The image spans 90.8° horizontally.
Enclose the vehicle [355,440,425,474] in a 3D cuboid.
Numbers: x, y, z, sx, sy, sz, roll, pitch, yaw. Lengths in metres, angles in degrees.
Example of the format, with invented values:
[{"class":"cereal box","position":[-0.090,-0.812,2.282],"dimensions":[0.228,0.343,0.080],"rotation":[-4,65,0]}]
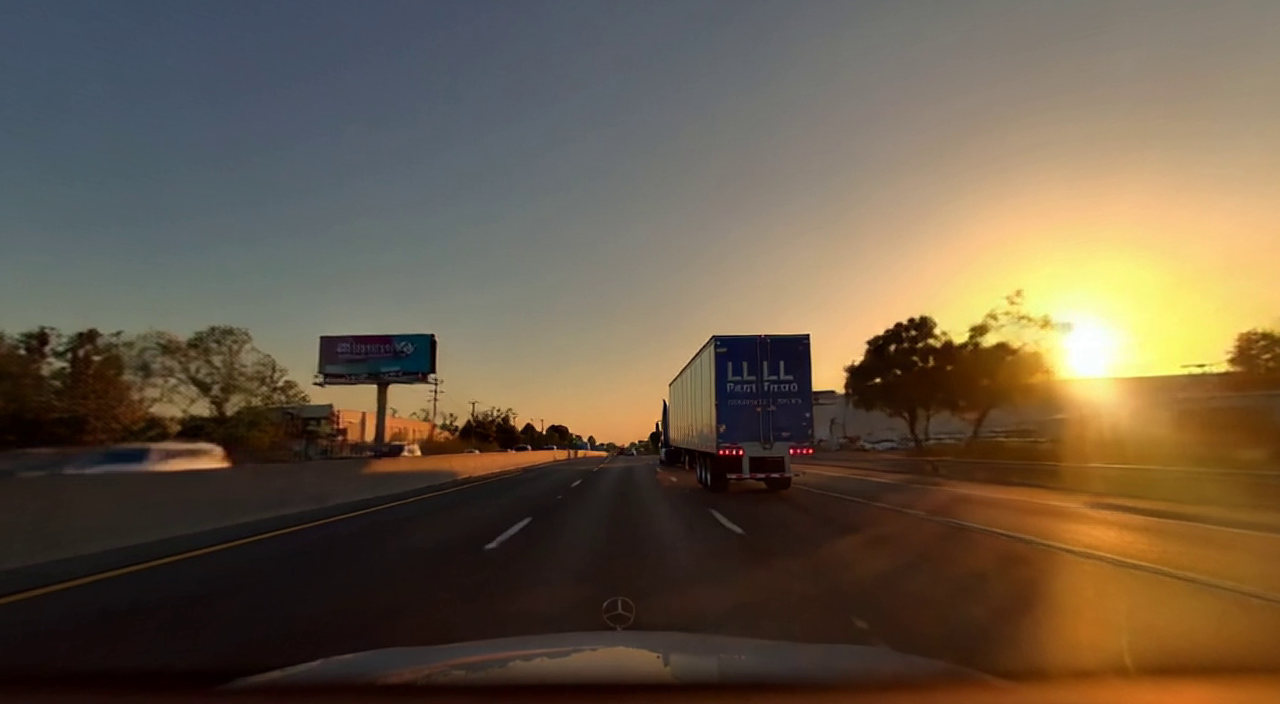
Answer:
[{"class":"vehicle","position":[-11.644,4.908,29.667],"dimensions":[1.757,1.451,3.658],"rotation":[0,-9,0]}]

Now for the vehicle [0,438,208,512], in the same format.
[{"class":"vehicle","position":[-11.355,2.586,13.693],"dimensions":[1.620,1.372,3.339],"rotation":[0,-9,-1]}]

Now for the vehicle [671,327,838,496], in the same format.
[{"class":"vehicle","position":[3.379,2.789,24.961],"dimensions":[2.891,4.387,17.121],"rotation":[0,-9,-2]}]
